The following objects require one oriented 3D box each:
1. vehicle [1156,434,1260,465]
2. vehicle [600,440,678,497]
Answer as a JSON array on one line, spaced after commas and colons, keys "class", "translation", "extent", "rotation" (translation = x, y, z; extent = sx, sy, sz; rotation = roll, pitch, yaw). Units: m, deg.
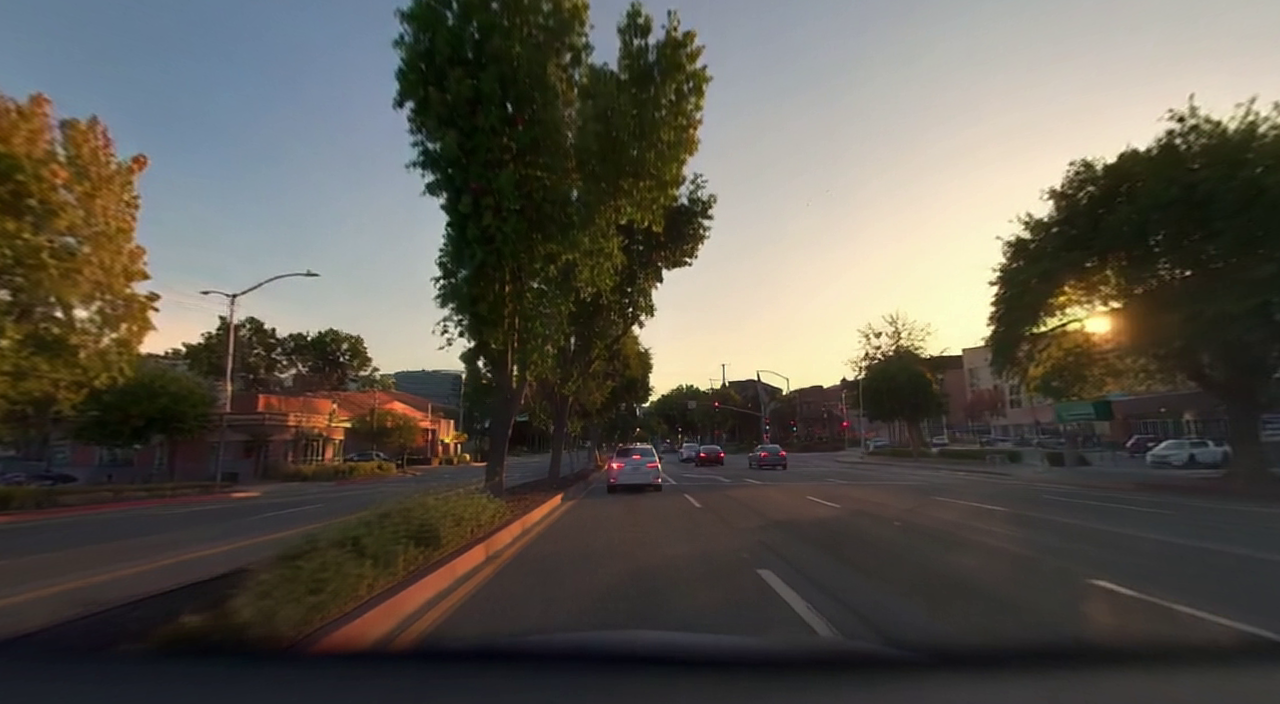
[{"class": "vehicle", "translation": [31.898, 5.479, 35.635], "extent": [1.873, 1.588, 4.133], "rotation": [-2, -8, -1]}, {"class": "vehicle", "translation": [-0.050, 3.377, 18.724], "extent": [2.064, 1.477, 3.968], "rotation": [0, -9, -1]}]
